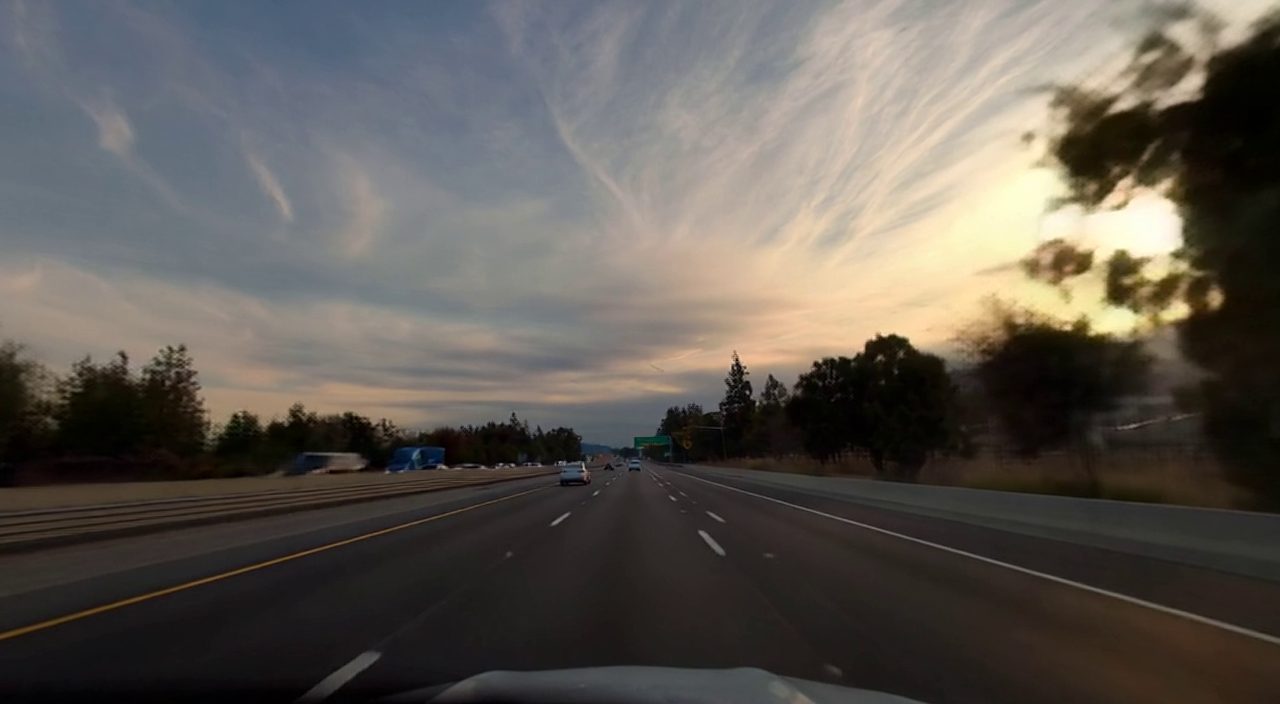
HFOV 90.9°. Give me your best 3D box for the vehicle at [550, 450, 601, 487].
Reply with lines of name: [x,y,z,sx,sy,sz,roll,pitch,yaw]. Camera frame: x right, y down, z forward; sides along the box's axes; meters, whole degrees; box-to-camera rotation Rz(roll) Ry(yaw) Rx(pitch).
vehicle: [-3.576,6.639,35.944,2.390,1.879,4.423,1,-10,0]

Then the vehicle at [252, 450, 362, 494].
vehicle: [-15.725,5.737,30.212,2.217,1.854,5.450,1,-10,0]

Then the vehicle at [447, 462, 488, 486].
vehicle: [-11.975,8.480,43.962,1.738,1.528,4.011,1,-10,0]
